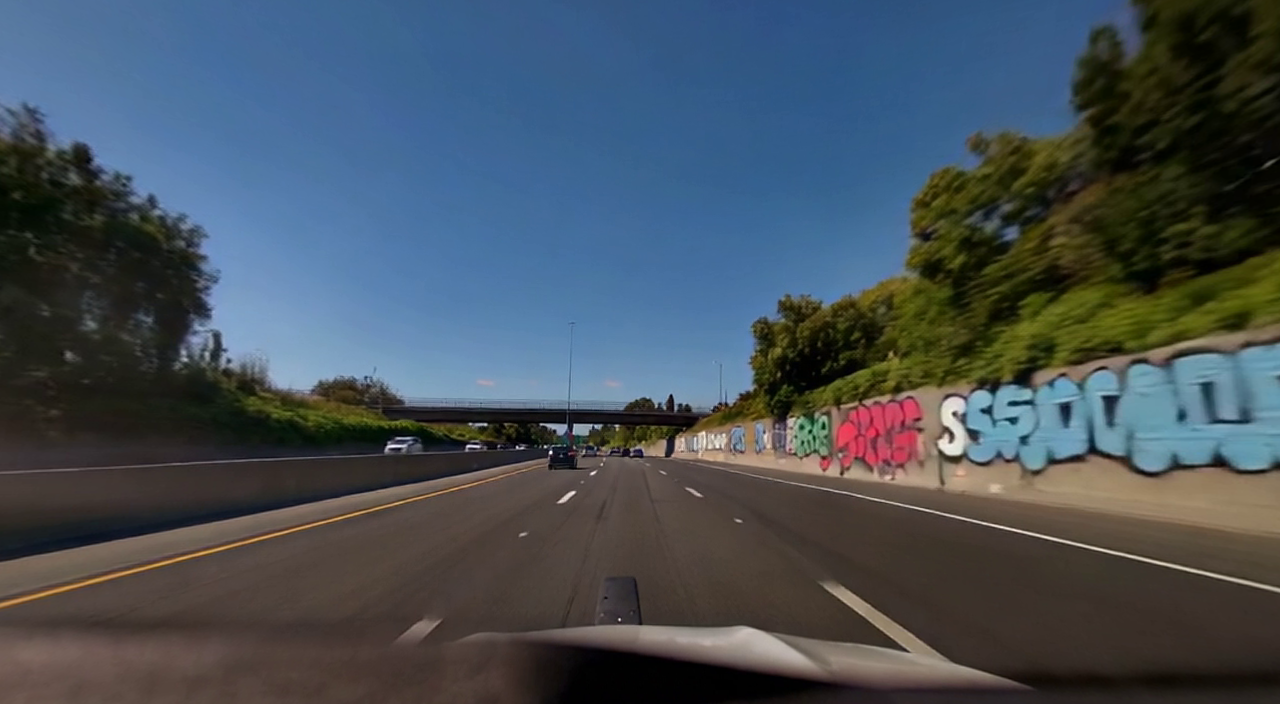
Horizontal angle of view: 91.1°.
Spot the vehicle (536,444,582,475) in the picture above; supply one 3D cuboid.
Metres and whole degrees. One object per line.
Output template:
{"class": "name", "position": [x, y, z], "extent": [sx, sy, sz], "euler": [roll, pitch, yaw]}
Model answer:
{"class": "vehicle", "position": [-4.013, 5.396, 31.748], "extent": [1.871, 1.459, 3.771], "euler": [0, -9, -1]}
